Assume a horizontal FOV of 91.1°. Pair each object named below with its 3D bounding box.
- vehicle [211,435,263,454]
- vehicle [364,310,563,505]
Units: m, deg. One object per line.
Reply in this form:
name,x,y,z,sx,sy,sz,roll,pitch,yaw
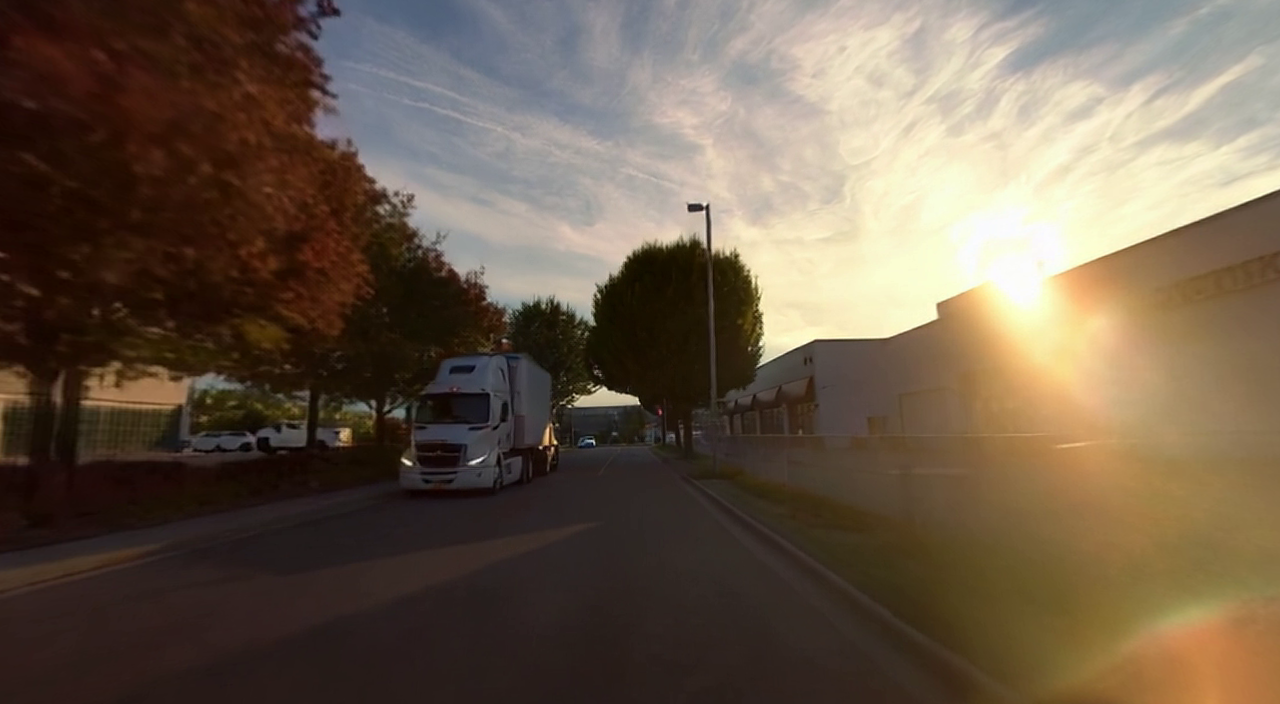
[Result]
vehicle,-30.907,7.102,48.294,1.617,1.432,3.486,-1,-8,1
vehicle,-5.188,2.261,22.883,2.976,4.754,15.127,0,-7,0
